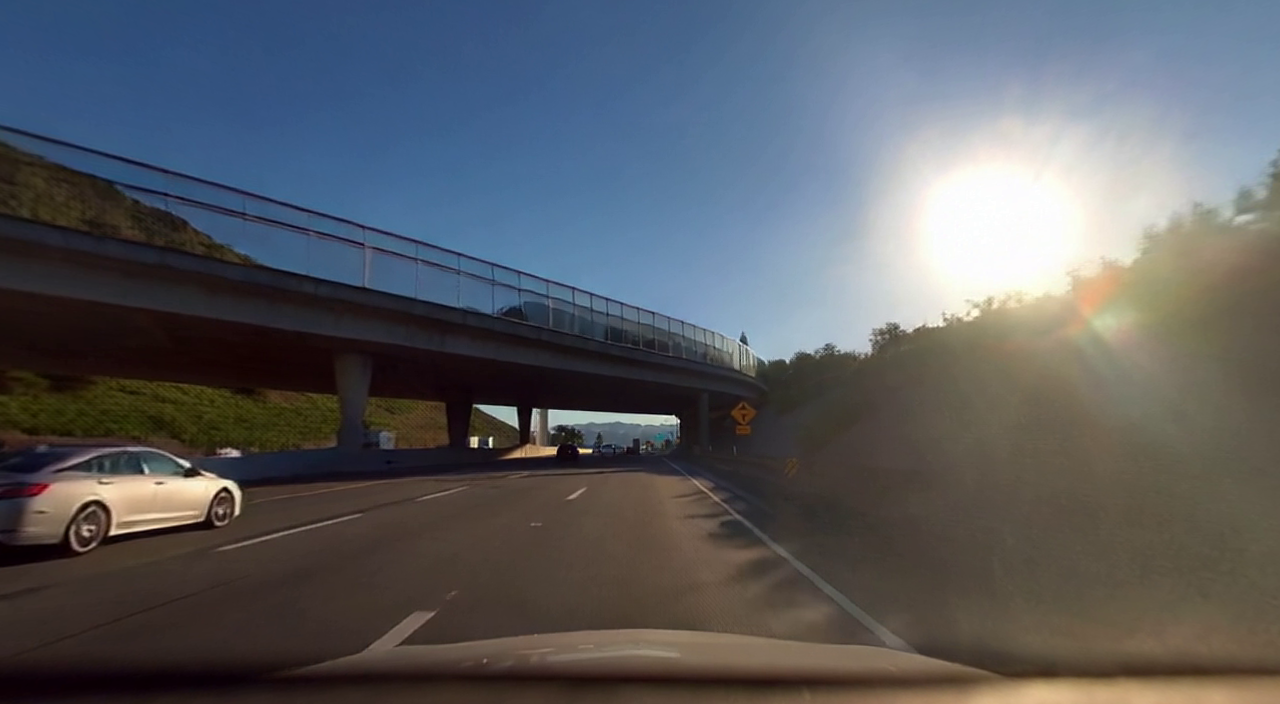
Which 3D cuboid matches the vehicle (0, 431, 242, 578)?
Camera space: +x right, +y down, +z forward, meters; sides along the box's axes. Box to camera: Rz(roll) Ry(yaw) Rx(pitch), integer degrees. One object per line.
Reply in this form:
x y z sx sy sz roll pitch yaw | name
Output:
-7.433 1.754 7.770 1.949 1.465 4.563 0 -8 1 | vehicle
